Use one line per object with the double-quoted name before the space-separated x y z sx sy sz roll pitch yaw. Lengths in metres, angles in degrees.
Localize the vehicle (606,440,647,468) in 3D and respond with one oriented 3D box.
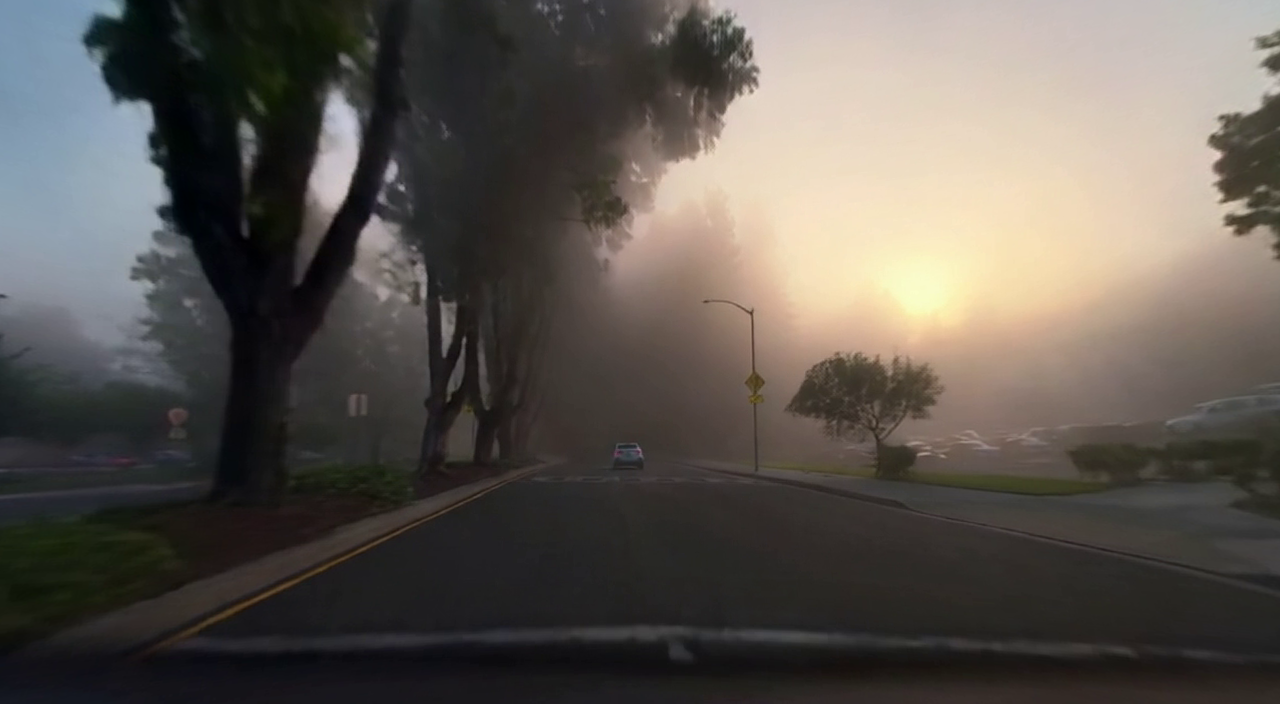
"vehicle" -0.852 5.921 36.861 2.142 1.501 4.273 0 -8 -5
